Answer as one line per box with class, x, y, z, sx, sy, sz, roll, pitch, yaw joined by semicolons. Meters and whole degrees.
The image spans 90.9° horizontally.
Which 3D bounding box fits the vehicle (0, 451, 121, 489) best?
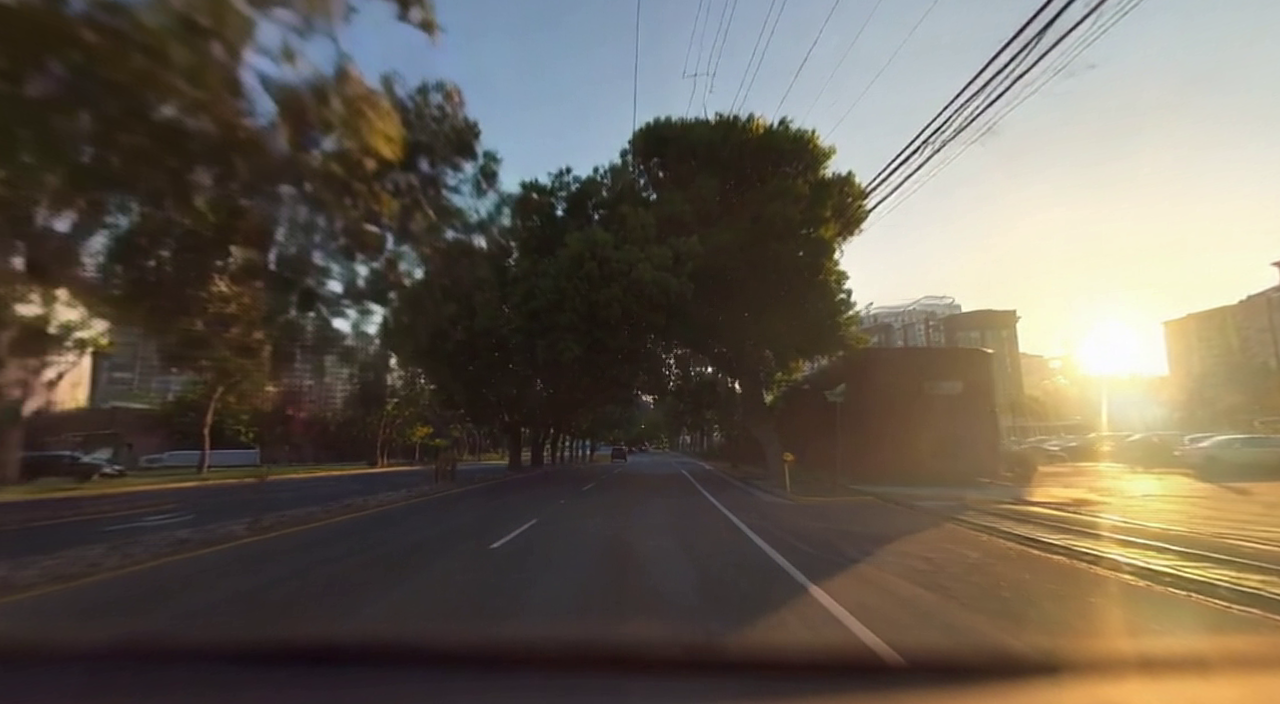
vehicle;-25.402;5.085;27.469;1.805;1.461;4.321;0;-9;1
